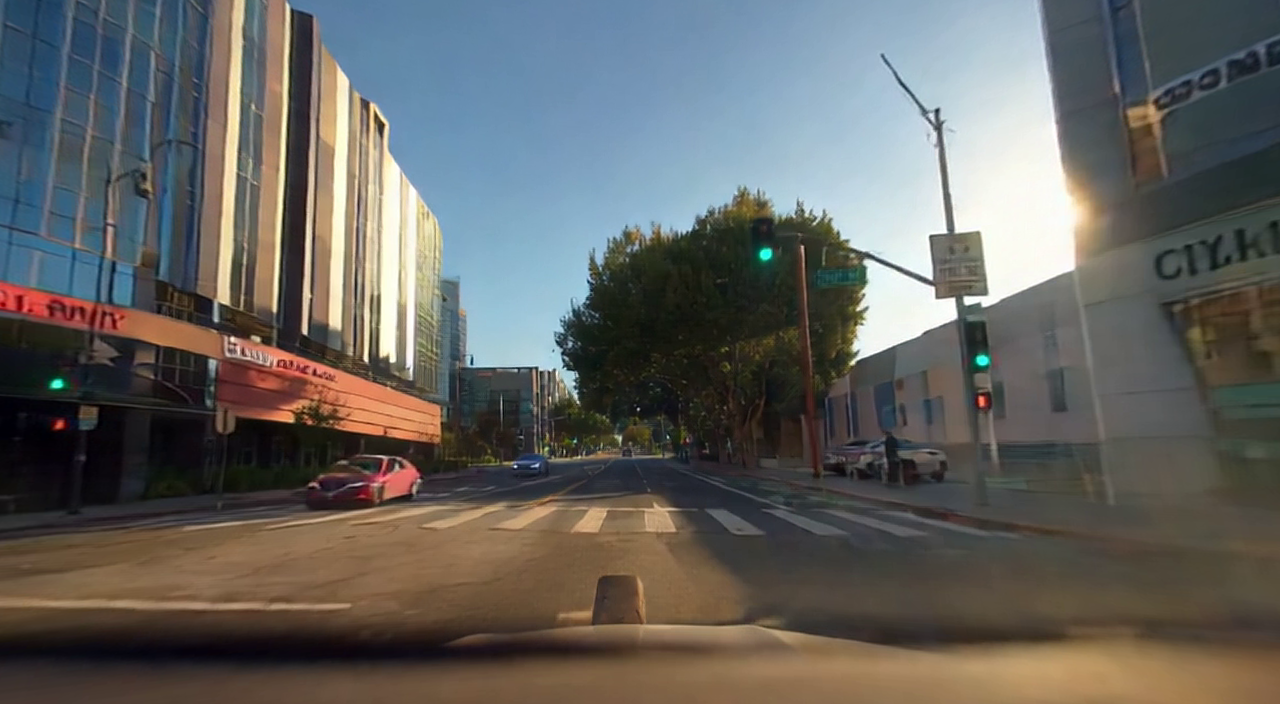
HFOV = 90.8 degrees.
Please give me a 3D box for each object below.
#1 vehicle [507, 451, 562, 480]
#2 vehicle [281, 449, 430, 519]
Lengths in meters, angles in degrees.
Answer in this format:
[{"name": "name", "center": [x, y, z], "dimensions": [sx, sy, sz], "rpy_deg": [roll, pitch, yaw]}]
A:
[{"name": "vehicle", "center": [-6.109, 6.617, 37.178], "dimensions": [2.037, 1.563, 4.754], "rpy_deg": [-1, -8, 4]}, {"name": "vehicle", "center": [-7.127, 3.296, 16.310], "dimensions": [1.897, 1.537, 3.770], "rpy_deg": [0, -8, 3]}]
